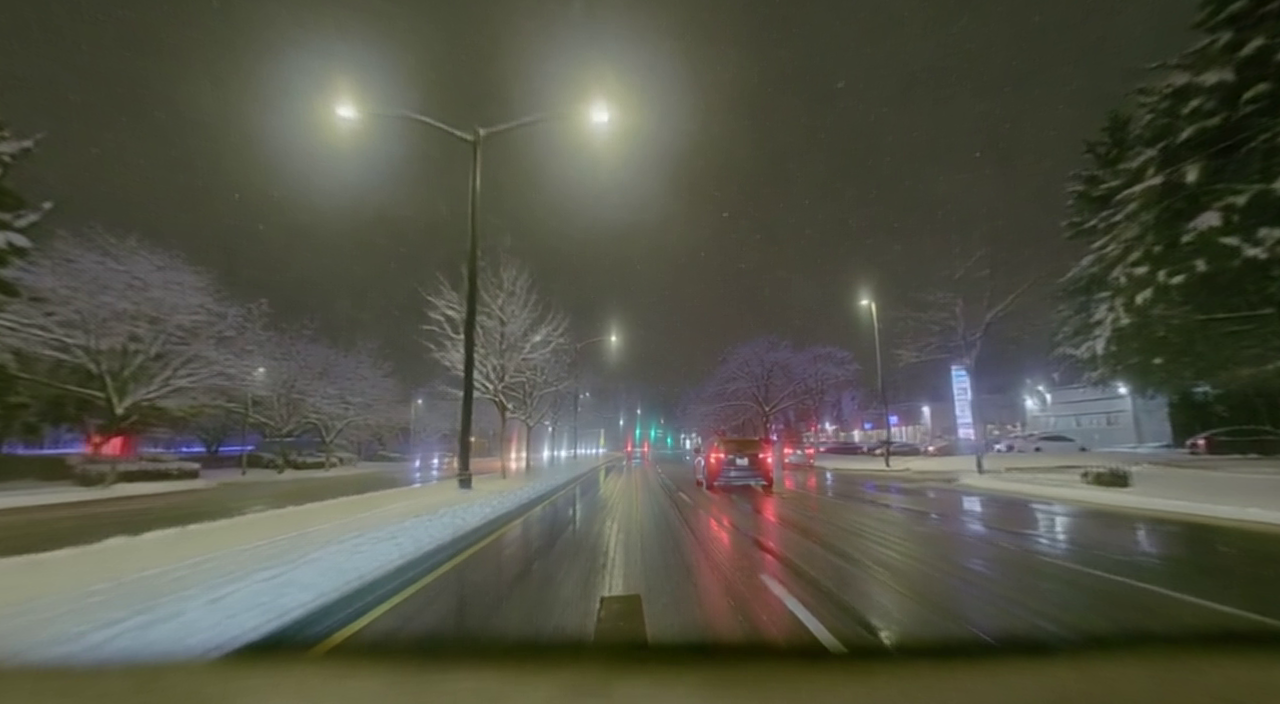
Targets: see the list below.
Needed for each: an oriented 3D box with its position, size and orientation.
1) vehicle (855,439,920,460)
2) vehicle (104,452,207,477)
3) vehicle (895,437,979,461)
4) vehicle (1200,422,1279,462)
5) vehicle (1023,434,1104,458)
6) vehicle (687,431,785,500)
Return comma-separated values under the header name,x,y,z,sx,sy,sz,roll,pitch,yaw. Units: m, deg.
name,x,y,z,sx,sy,sz,roll,pitch,yaw
vehicle,19.486,7.659,49.827,4.227,1.567,2.034,0,-8,0
vehicle,-29.979,6.960,39.194,4.671,1.472,2.076,0,-8,2
vehicle,19.599,6.404,41.856,4.584,1.503,1.942,0,-8,0
vehicle,32.195,4.618,32.339,4.867,1.962,2.172,0,-8,1
vehicle,32.515,7.240,48.568,4.671,1.618,1.998,-2,-8,0
vehicle,2.507,3.100,17.642,1.963,1.677,4.229,0,-8,-2
